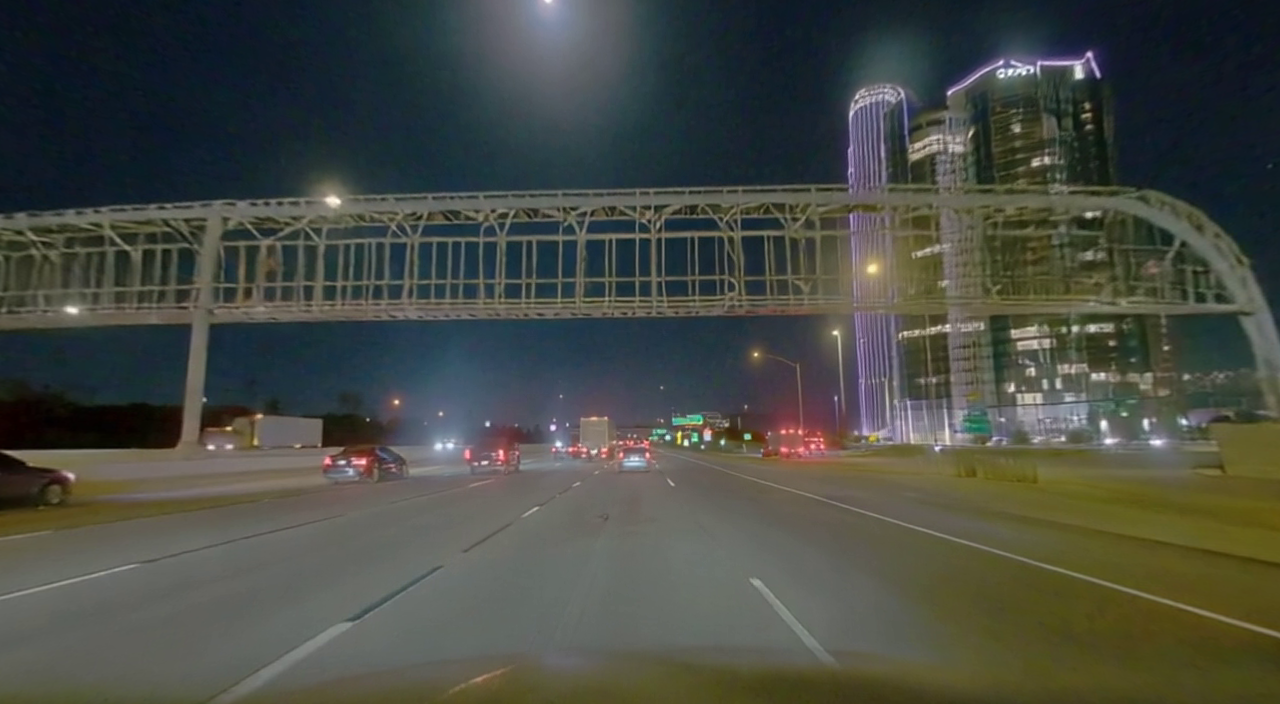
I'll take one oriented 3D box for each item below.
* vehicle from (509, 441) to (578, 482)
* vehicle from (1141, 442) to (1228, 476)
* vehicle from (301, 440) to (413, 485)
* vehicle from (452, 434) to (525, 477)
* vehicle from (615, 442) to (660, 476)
[{"bbox_3d":[-3.762,4.361,25.363,2.016,1.497,4.235,0,-8,1],"label":"vehicle"},{"bbox_3d":[26.718,5.224,31.073,2.059,1.507,4.352,-4,-9,25],"label":"vehicle"},{"bbox_3d":[-10.517,4.119,23.849,1.987,1.495,4.710,0,-8,1],"label":"vehicle"},{"bbox_3d":[-6.980,4.828,29.622,2.190,1.821,4.800,0,-8,1],"label":"vehicle"},{"bbox_3d":[-0.120,5.067,29.960,1.991,1.488,3.922,0,-8,0],"label":"vehicle"}]
